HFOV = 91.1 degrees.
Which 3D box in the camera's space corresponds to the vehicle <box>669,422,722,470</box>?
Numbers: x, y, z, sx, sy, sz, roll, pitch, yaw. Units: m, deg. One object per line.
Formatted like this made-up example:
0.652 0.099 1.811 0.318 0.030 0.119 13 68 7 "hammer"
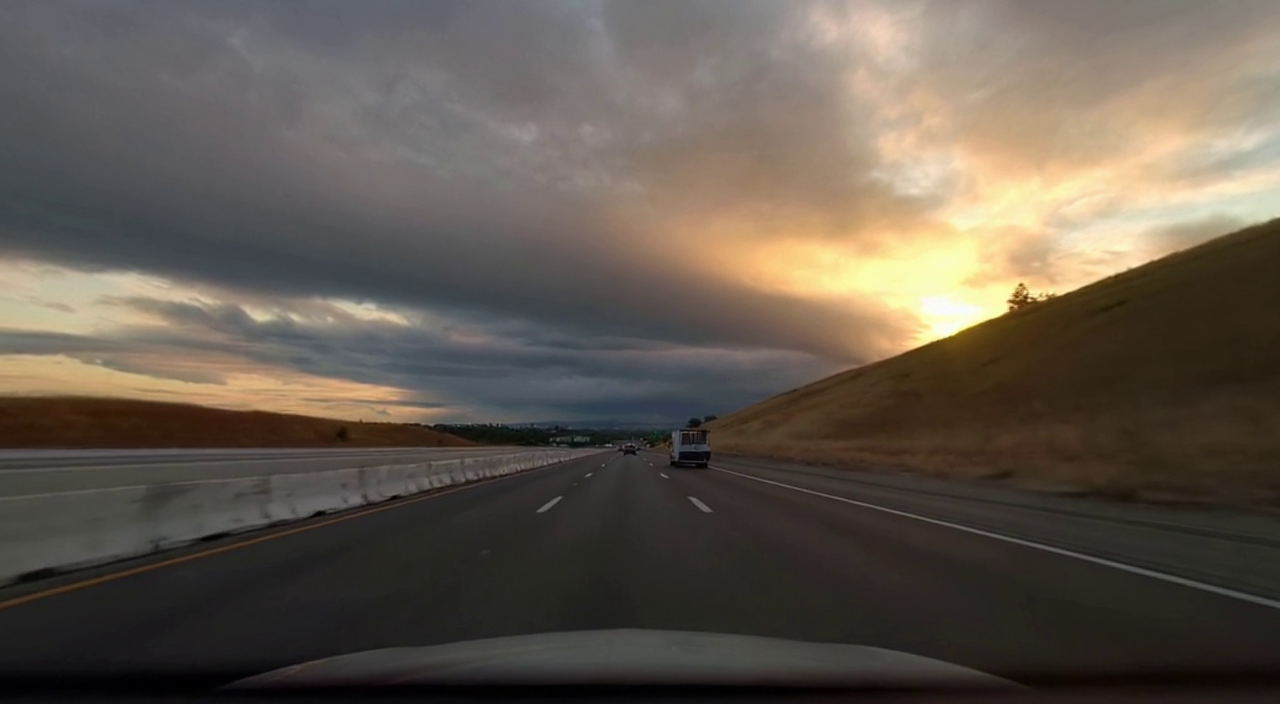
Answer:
3.220 5.620 37.717 2.527 2.682 4.082 0 -9 -4 "vehicle"
